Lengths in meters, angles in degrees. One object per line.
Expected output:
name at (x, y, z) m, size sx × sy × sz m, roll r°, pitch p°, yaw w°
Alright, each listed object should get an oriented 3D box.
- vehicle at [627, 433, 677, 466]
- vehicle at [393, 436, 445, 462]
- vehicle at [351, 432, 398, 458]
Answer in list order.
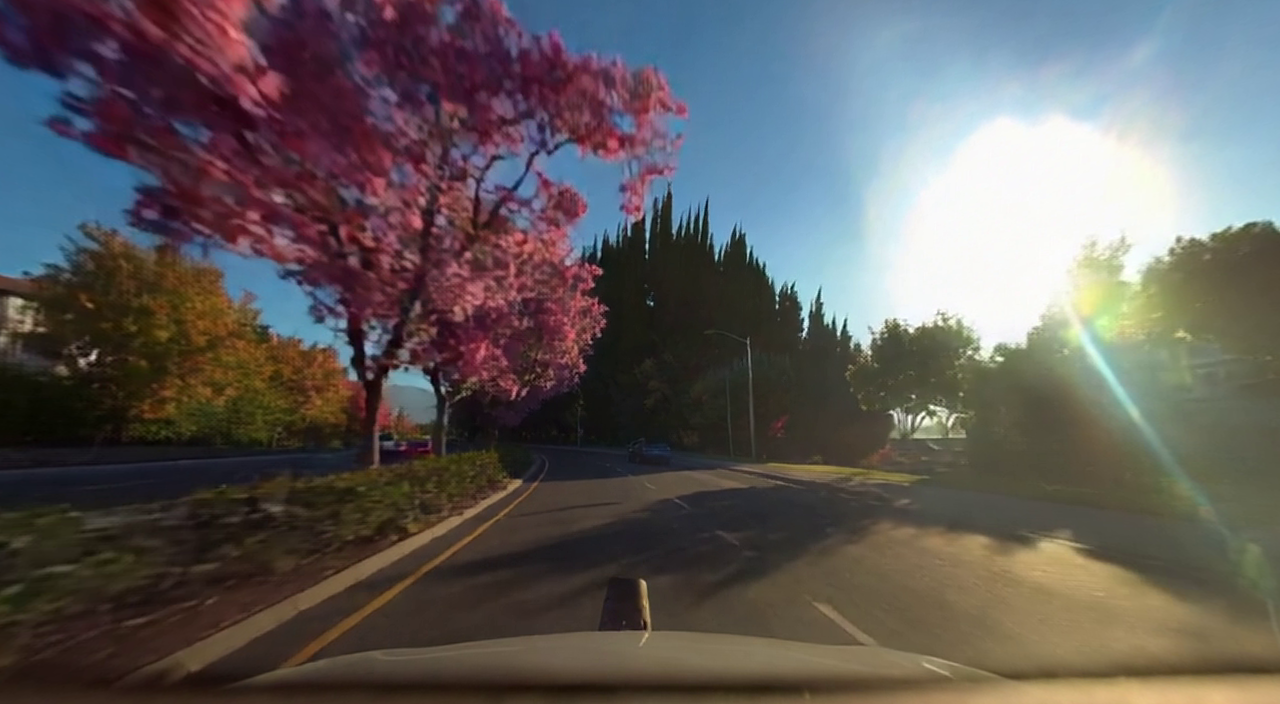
vehicle at (0.657, 5.844, 37.740) m, size 2.166 × 1.828 × 4.607 m, roll 2°, pitch -9°, yaw -9°
vehicle at (-13.339, 5.906, 38.164) m, size 2.067 × 1.468 × 4.665 m, roll 1°, pitch -9°, yaw -8°
vehicle at (-18.268, 6.426, 43.372) m, size 1.915 × 1.696 × 4.461 m, roll 1°, pitch -9°, yaw -9°
